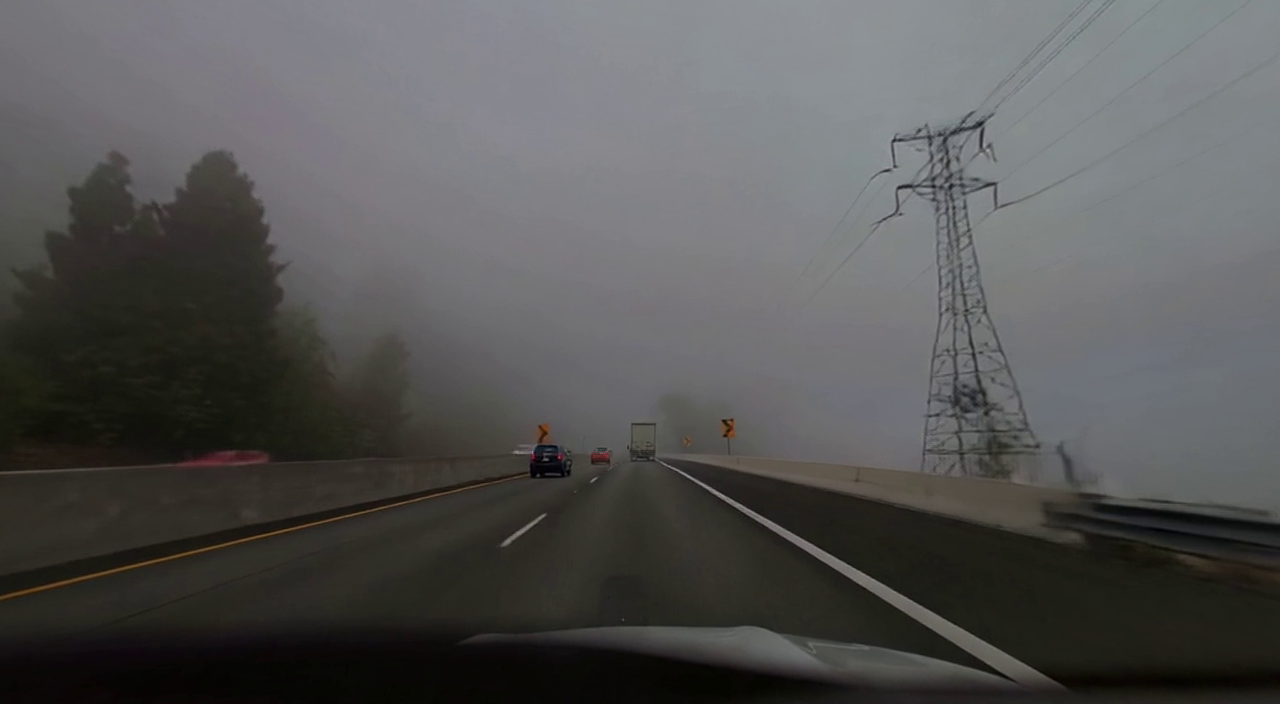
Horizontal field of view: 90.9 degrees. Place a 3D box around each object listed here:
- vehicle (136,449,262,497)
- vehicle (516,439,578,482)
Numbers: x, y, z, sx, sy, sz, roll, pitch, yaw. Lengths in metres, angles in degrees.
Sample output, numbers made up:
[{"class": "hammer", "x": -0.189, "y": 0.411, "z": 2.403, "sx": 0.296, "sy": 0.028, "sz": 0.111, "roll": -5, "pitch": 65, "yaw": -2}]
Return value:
[{"class": "vehicle", "x": -16.010, "y": 4.376, "z": 23.153, "sx": 1.827, "sy": 1.579, "sz": 3.858, "roll": 0, "pitch": -9, "yaw": -1}, {"class": "vehicle", "x": -3.991, "y": 4.755, "z": 27.780, "sx": 2.111, "sy": 1.735, "sz": 4.066, "roll": 0, "pitch": -9, "yaw": 0}]
